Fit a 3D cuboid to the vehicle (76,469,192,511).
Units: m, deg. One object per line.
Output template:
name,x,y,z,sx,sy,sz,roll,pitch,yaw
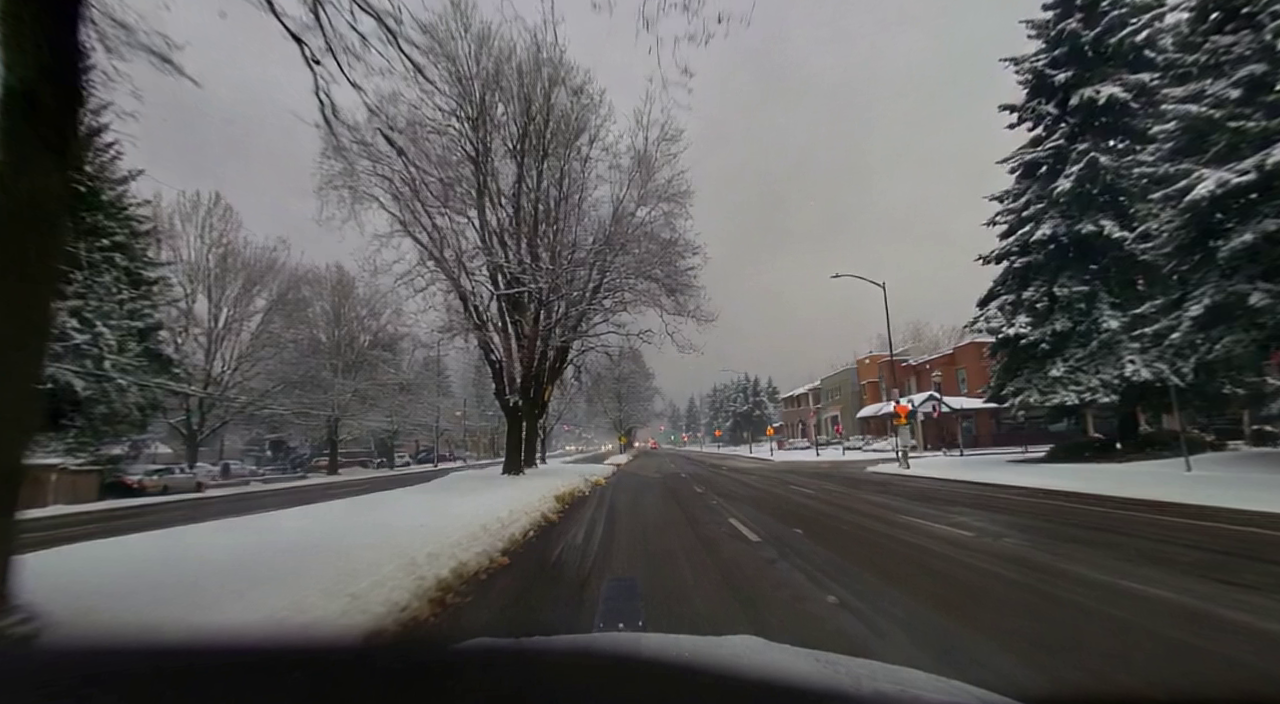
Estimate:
vehicle,-23.253,6.329,29.223,1.847,1.593,4.127,0,-8,1
